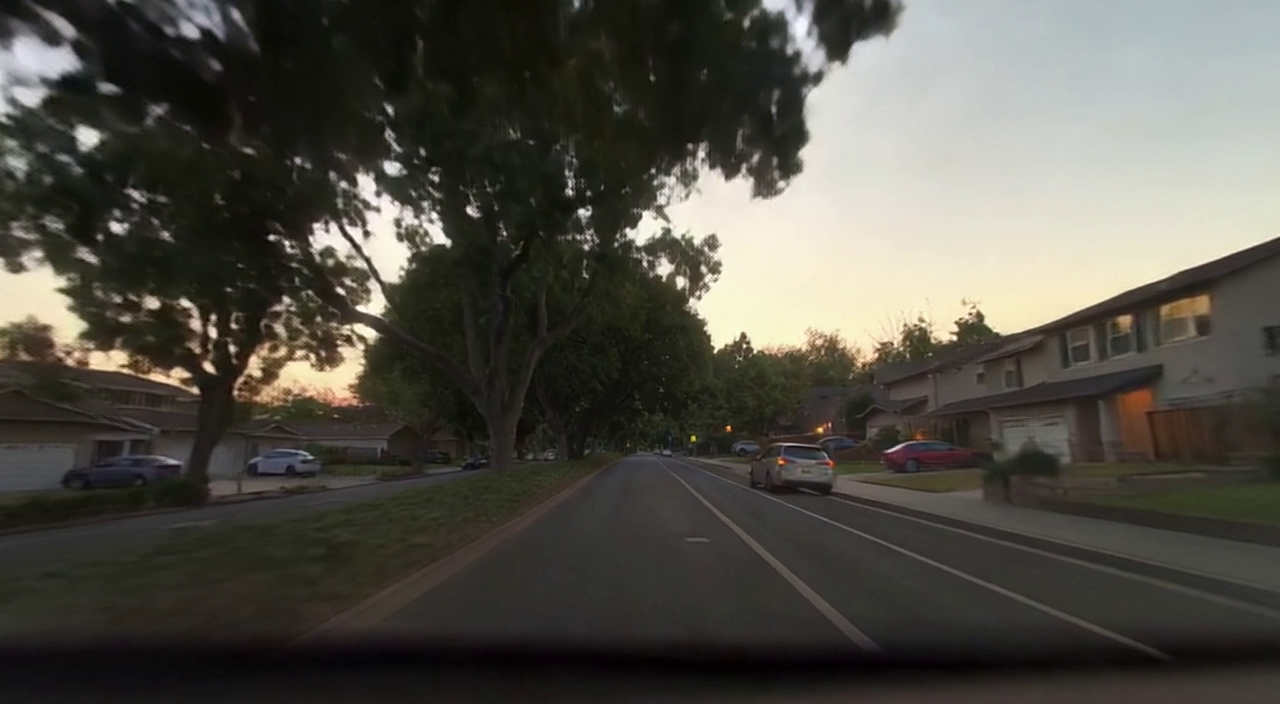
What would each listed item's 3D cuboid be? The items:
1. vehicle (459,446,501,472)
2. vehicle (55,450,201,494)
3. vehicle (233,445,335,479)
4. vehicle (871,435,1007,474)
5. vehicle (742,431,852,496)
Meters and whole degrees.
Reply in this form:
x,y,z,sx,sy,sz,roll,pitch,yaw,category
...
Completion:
x,y,z,sx,sy,sz,roll,pitch,yaw,category
-12.484,8.373,49.607,2.003,1.804,4.554,-1,-7,1,vehicle
-21.194,4.965,26.318,4.272,1.688,1.990,0,-9,-1,vehicle
-20.732,6.413,36.934,4.698,1.862,2.116,0,-9,2,vehicle
12.158,4.192,25.948,4.577,1.490,1.903,0,-8,0,vehicle
4.804,3.504,20.234,2.196,1.801,4.778,0,-8,-1,vehicle
